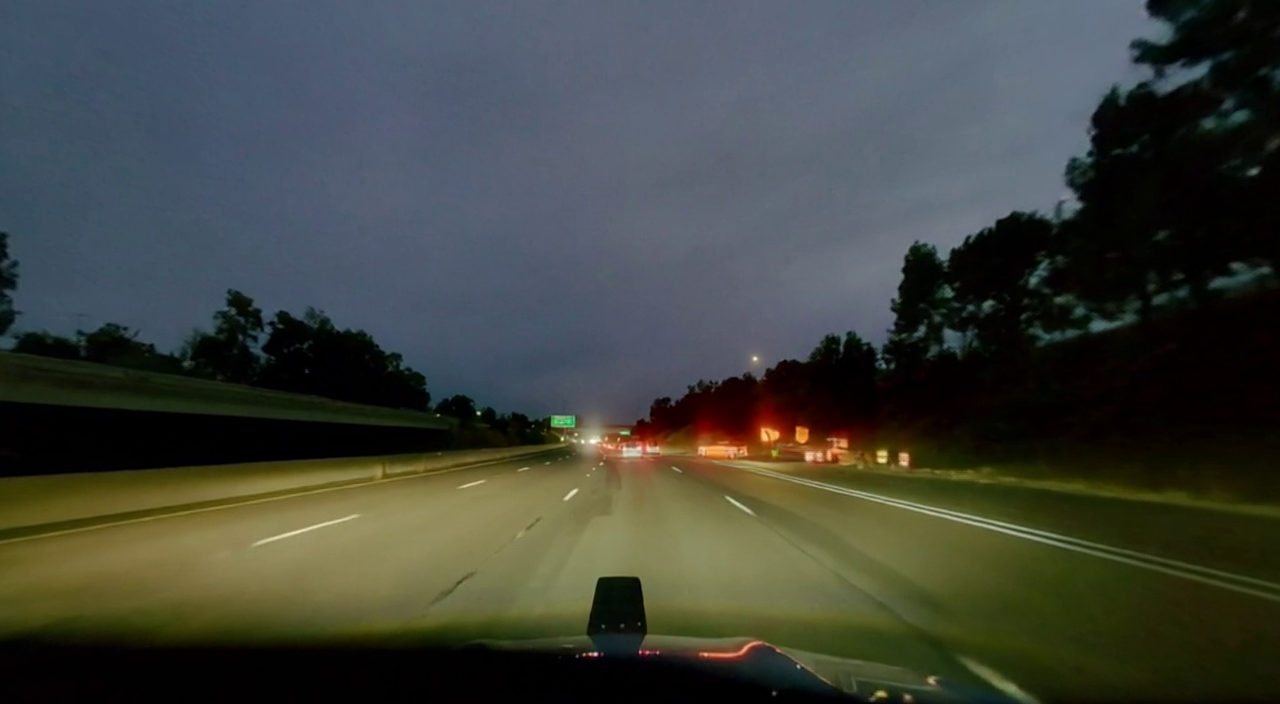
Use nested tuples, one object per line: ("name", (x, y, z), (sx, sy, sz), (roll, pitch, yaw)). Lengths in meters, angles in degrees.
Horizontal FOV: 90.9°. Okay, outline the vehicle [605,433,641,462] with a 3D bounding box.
("vehicle", (-1.231, 6.470, 42.995), (2.328, 1.805, 4.502), (0, -8, -3))
